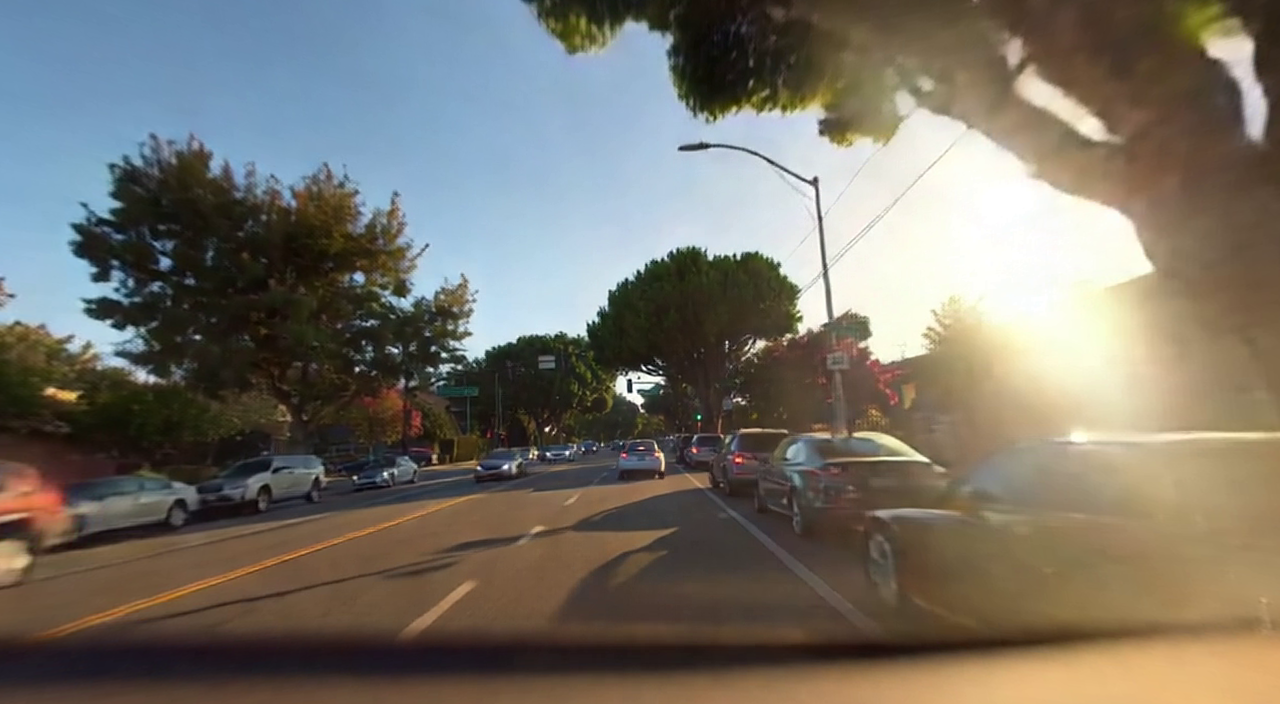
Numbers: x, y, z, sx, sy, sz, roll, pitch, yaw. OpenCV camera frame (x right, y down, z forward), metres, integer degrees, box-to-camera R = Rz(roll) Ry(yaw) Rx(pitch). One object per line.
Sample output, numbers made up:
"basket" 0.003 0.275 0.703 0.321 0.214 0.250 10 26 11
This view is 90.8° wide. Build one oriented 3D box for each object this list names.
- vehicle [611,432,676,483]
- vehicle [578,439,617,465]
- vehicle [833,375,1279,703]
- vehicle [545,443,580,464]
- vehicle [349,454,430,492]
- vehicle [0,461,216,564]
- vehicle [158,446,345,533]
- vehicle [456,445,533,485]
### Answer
"vehicle" 0.111 3.634 21.971 2.041 1.575 4.304 0 -8 0
"vehicle" -2.618 6.311 40.065 2.117 1.528 4.277 0 -8 1
"vehicle" 2.658 1.008 2.936 2.030 1.505 4.626 0 -8 0
"vehicle" -5.785 7.631 47.657 1.981 1.498 4.701 0 -8 2
"vehicle" -12.039 5.797 30.675 2.070 1.610 4.356 0 -8 1
"vehicle" -11.976 3.340 13.530 2.076 1.600 5.382 -8 -8 0
"vehicle" -11.885 4.139 19.992 2.264 2.010 5.742 -4 -7 1
"vehicle" -5.834 4.569 26.041 1.987 1.478 4.693 0 -8 1
